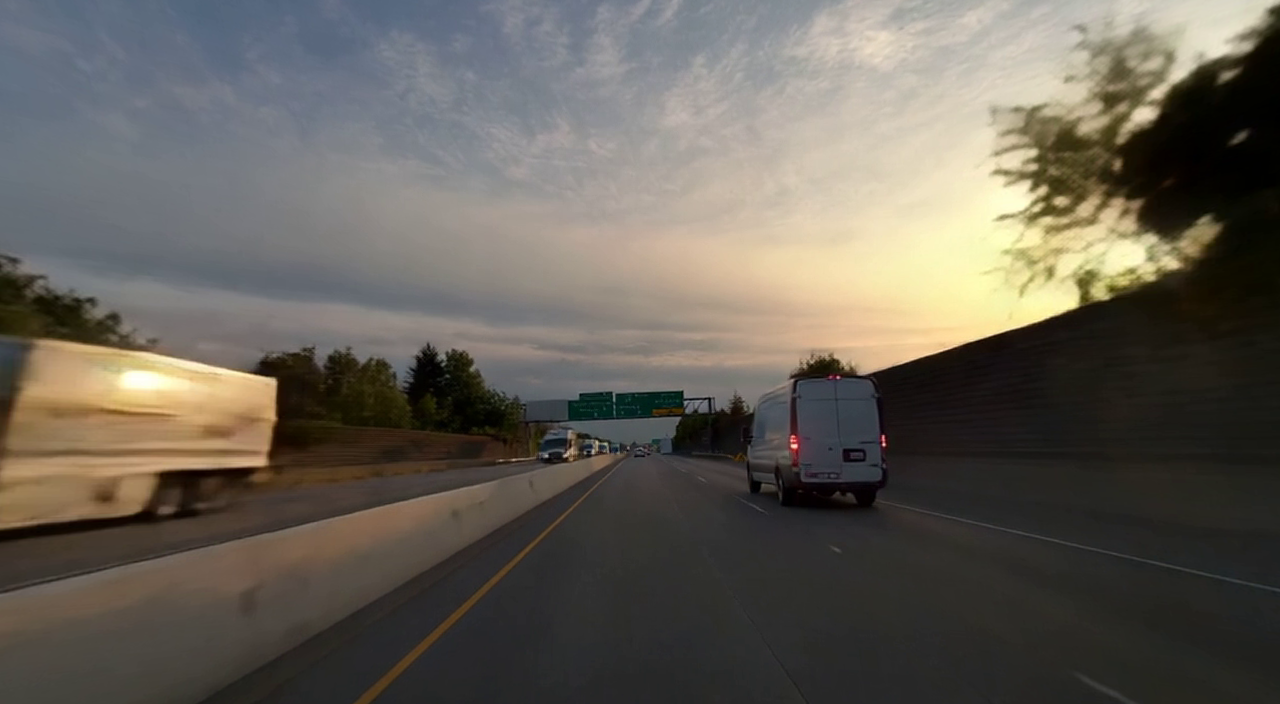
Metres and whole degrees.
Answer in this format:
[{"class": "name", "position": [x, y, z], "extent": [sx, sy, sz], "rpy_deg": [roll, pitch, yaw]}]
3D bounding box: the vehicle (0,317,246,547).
[{"class": "vehicle", "position": [-12.767, 1.642, 12.505], "extent": [3.343, 3.928, 10.064], "rpy_deg": [0, -9, 0]}]

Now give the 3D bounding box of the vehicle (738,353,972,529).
[{"class": "vehicle", "position": [3.977, 1.928, 13.540], "extent": [2.449, 2.805, 6.763], "rpy_deg": [0, -9, -1]}]
